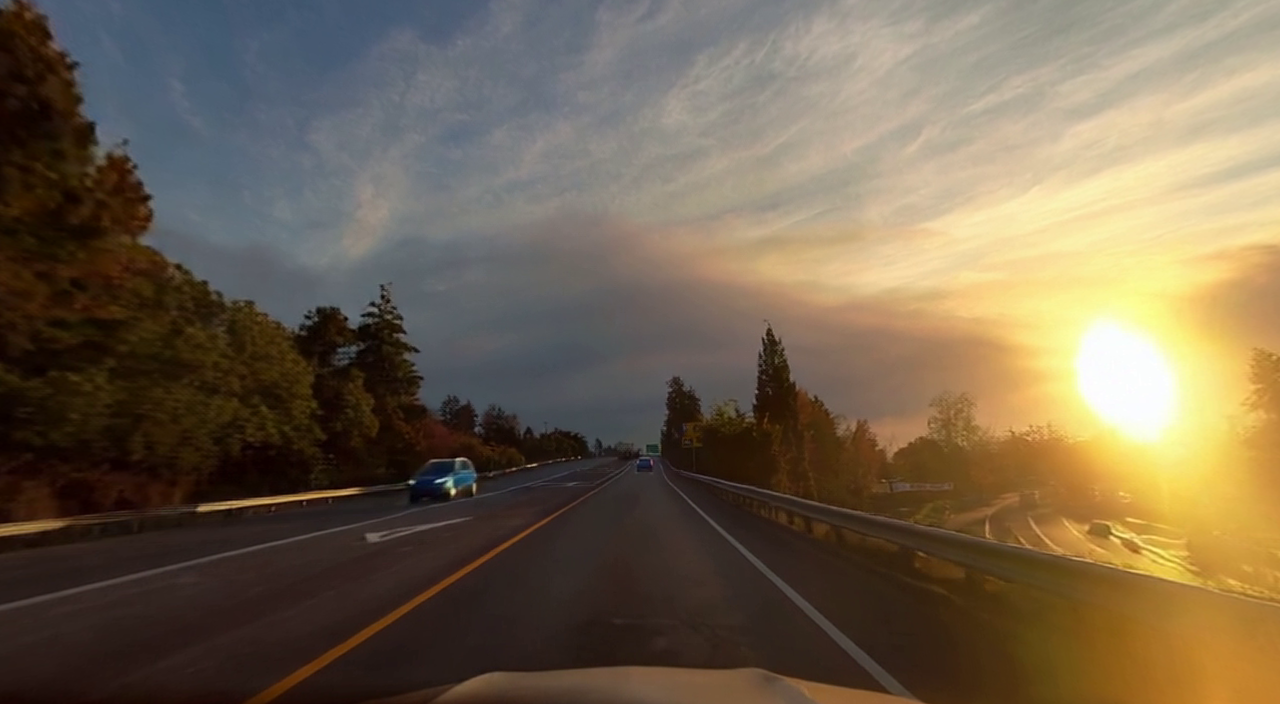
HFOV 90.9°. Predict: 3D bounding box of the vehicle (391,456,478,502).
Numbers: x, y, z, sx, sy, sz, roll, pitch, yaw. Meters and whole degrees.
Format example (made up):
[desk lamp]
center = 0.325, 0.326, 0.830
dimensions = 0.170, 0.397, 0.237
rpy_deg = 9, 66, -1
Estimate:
[vehicle]
center = -7.743, 4.798, 24.140
dimensions = 2.003, 1.554, 3.757
rpy_deg = 0, -9, 1
